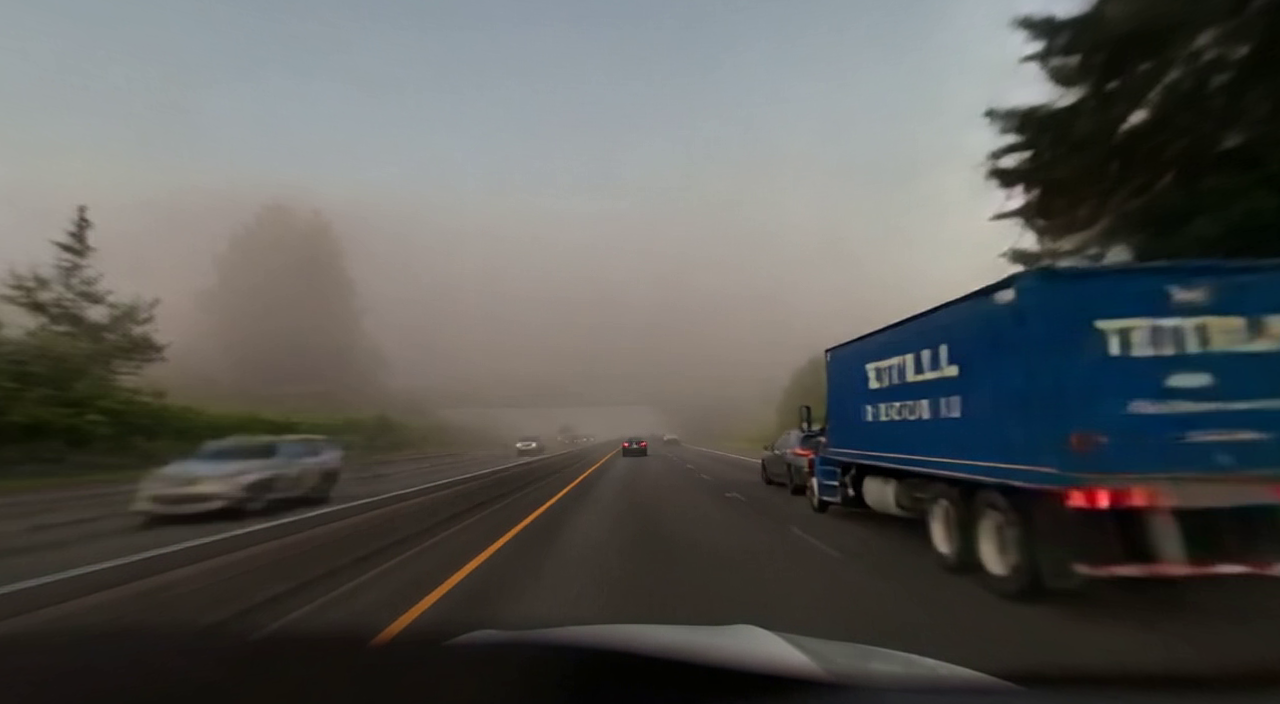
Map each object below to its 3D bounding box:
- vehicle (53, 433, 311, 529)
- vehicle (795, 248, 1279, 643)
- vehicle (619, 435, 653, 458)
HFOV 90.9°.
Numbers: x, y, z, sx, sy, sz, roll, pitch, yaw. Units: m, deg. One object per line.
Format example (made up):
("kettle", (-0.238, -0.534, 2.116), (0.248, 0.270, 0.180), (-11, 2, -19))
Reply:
("vehicle", (-8.520, 2.364, 12.329), (1.973, 1.519, 4.176), (0, -7, -1))
("vehicle", (4.144, 1.028, 7.695), (2.715, 2.746, 6.550), (0, -7, -1))
("vehicle", (-0.257, 5.899, 39.460), (1.996, 1.325, 4.029), (0, -7, -1))
